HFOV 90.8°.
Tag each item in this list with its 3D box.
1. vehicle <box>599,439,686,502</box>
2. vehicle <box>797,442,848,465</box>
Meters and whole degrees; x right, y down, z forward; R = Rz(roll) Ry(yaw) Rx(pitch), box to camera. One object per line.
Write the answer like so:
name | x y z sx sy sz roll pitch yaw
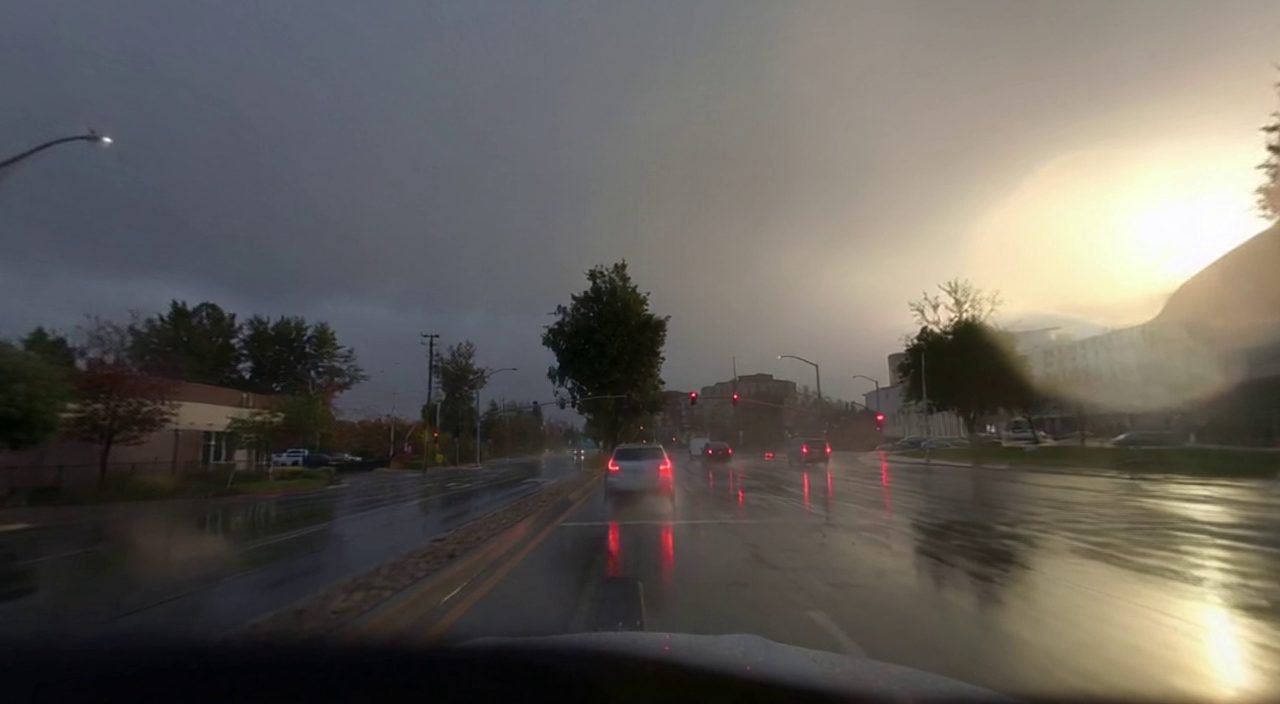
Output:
vehicle | 0.038 3.106 17.014 2.064 1.477 3.968 0 -9 -1
vehicle | 12.652 7.070 44.145 2.059 1.482 4.568 0 -9 -1
